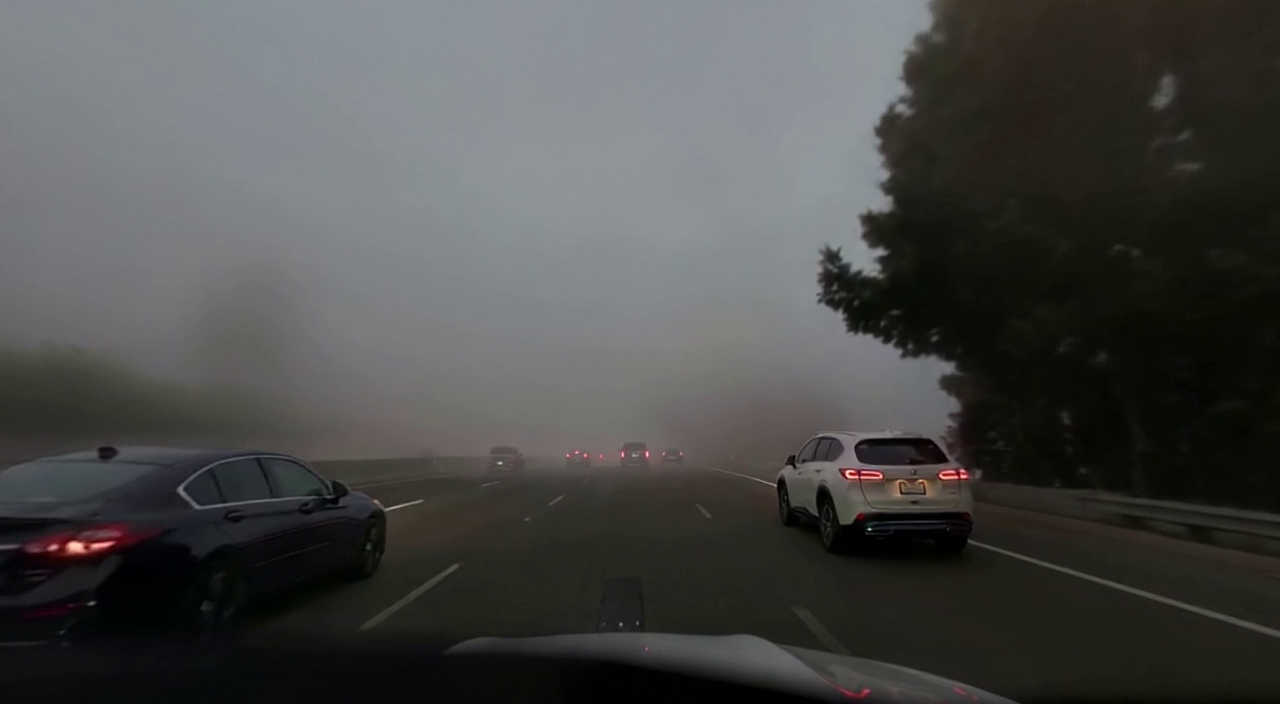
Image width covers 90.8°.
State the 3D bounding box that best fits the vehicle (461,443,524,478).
[{"bbox_3d":[-7.003,5.177,30.398,1.980,1.519,4.147,0,-8,1],"label":"vehicle"}]

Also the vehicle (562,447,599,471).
[{"bbox_3d":[-3.805,6.951,41.378,1.968,1.473,4.209,0,-8,1],"label":"vehicle"}]

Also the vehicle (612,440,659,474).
[{"bbox_3d":[-0.259,5.657,34.300,2.408,1.748,4.217,0,-8,-1],"label":"vehicle"}]

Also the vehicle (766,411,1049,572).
[{"bbox_3d":[3.351,1.846,9.154,2.029,1.716,4.545,0,-8,-1],"label":"vehicle"}]

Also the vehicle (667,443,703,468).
[{"bbox_3d":[3.263,7.619,46.703,2.320,1.735,4.408,0,-8,0],"label":"vehicle"}]

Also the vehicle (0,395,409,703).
[{"bbox_3d":[-3.392,1.156,3.866,2.130,1.514,4.766,0,-8,0],"label":"vehicle"}]
